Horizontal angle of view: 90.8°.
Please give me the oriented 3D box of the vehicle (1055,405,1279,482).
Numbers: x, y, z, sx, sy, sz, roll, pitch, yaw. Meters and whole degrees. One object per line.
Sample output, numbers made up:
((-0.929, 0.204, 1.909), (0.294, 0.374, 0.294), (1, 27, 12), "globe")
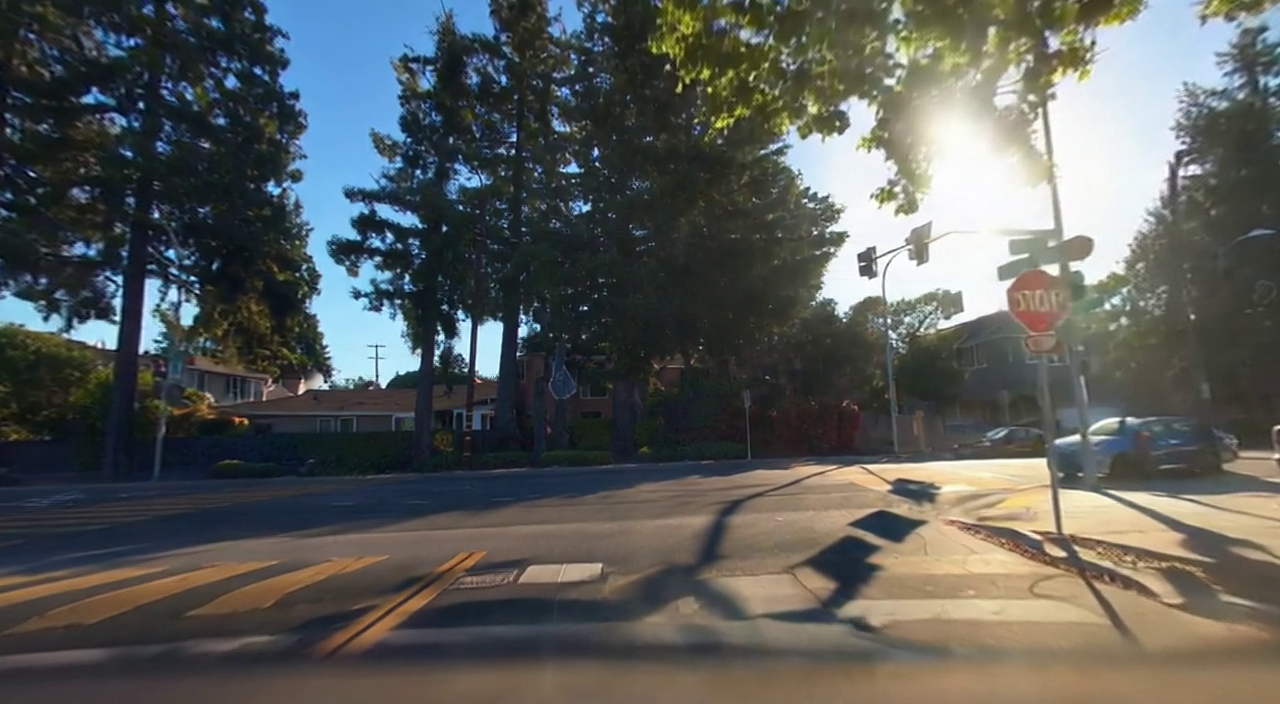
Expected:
((12.802, 2.209, 15.286), (4.208, 1.685, 2.014), (1, -8, -8), "vehicle")

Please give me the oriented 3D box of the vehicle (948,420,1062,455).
((16.734, 3.929, 29.034), (4.296, 1.499, 1.814), (1, -9, -10), "vehicle")
